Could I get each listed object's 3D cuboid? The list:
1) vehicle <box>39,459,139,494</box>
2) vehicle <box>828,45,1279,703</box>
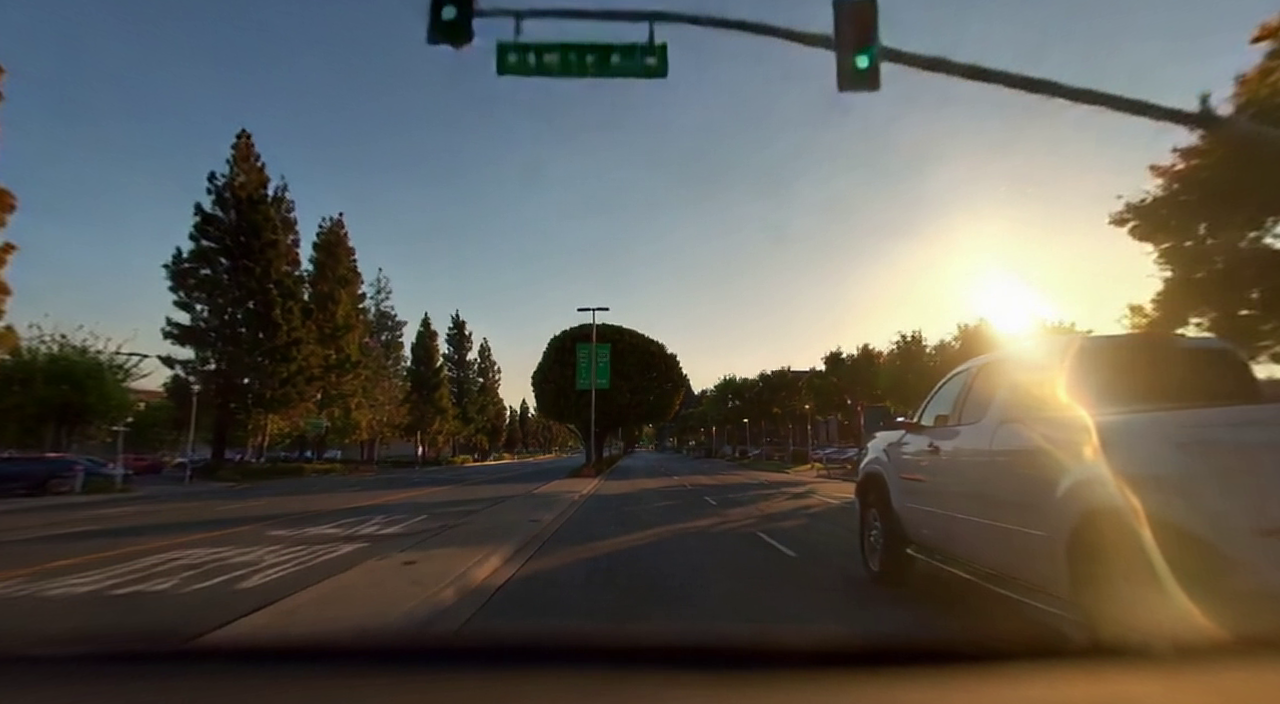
[{"bbox_3d":[-28.163,6.357,32.280,3.885,1.425,1.660,-4,-6,7],"label":"vehicle"},{"bbox_3d":[3.325,0.622,3.910,2.484,2.642,5.990,-1,-8,1],"label":"vehicle"}]
